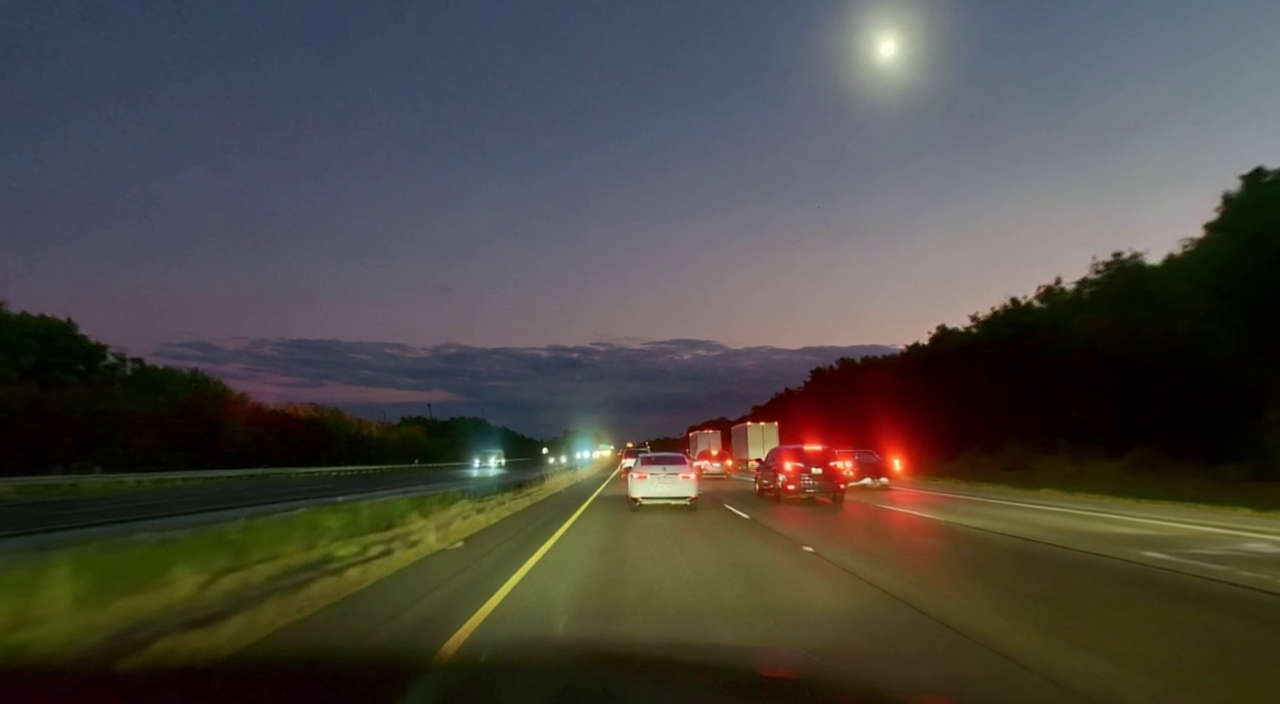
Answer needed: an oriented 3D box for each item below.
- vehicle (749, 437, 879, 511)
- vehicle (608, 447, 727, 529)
[{"bbox_3d":[4.351,3.142,16.677,1.998,1.657,4.604,0,-9,-2],"label":"vehicle"},{"bbox_3d":[0.445,2.701,13.051,2.094,1.426,3.725,0,-9,-1],"label":"vehicle"}]
